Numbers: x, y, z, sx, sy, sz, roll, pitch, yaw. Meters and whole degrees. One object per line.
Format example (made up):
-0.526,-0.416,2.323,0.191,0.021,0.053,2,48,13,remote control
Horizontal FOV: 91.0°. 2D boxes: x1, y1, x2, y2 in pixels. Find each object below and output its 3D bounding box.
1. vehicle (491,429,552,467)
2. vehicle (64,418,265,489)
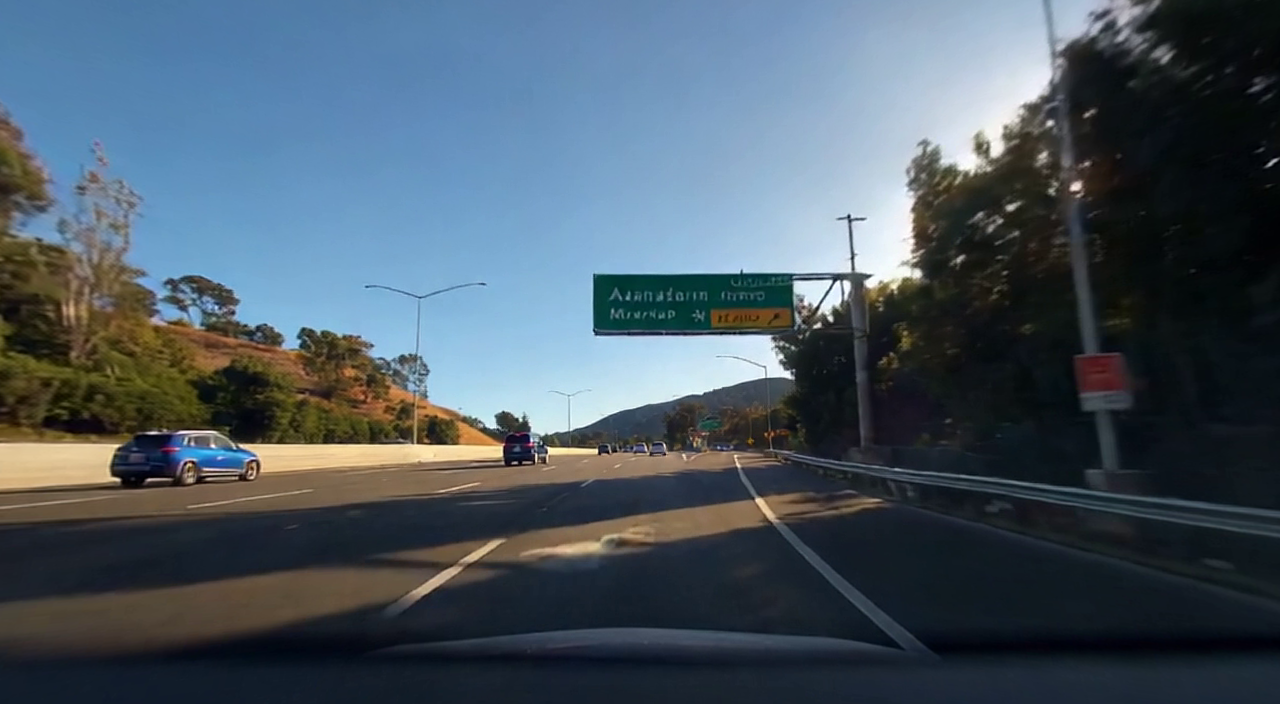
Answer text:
-6.369,5.266,34.554,2.219,1.947,4.924,0,-9,2,vehicle
-13.766,2.998,18.773,2.079,1.822,4.893,0,-9,1,vehicle
